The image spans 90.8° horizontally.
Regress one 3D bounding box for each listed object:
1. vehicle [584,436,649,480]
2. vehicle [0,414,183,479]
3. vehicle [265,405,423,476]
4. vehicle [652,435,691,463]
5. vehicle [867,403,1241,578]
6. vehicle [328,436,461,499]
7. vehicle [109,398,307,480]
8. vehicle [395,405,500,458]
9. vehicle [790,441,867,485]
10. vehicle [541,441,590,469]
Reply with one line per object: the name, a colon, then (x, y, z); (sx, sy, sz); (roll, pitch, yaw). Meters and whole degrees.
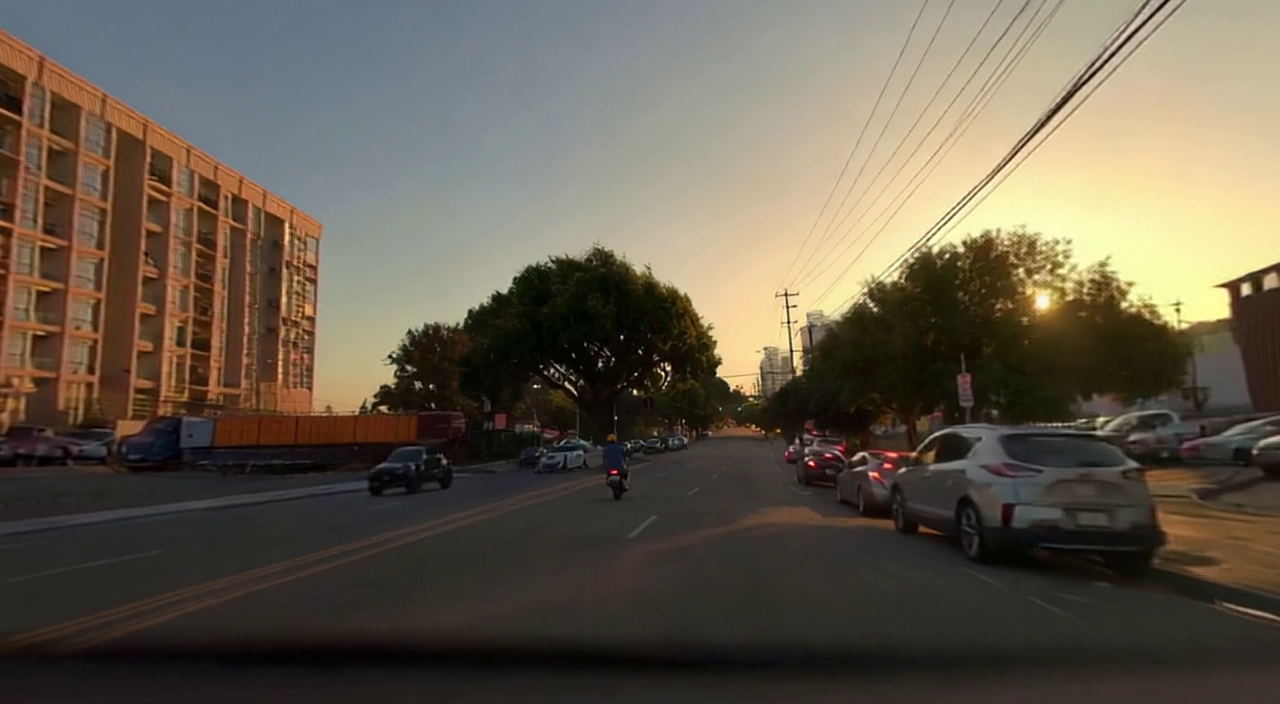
vehicle: (-0.857, 4.279, 25.699); (1.925, 1.602, 4.090); (-1, -9, 9)
vehicle: (-27.154, 4.732, 31.763); (2.933, 2.907, 6.416); (-2, -8, 9)
vehicle: (-14.830, 4.630, 32.815); (2.990, 3.144, 9.080); (-1, -9, 6)
vehicle: (2.374, 7.098, 46.377); (2.295, 1.929, 5.498); (-1, -9, 8)
vehicle: (5.331, 1.854, 9.421); (2.387, 1.820, 5.286); (-1, -9, 6)
vehicle: (-7.675, 3.646, 20.370); (2.053, 1.771, 4.684); (-1, -9, 5)
vehicle: (-20.701, 4.273, 31.287); (3.283, 3.441, 8.669); (-1, -8, 4)
vehicle: (-13.212, 5.767, 44.666); (2.996, 3.170, 10.153); (-4, -9, 8)
vehicle: (6.928, 4.105, 23.739); (1.973, 1.457, 4.522); (-1, -9, 6)
vehicle: (-4.490, 6.349, 38.655); (2.105, 1.509, 4.753); (-2, -10, 4)
